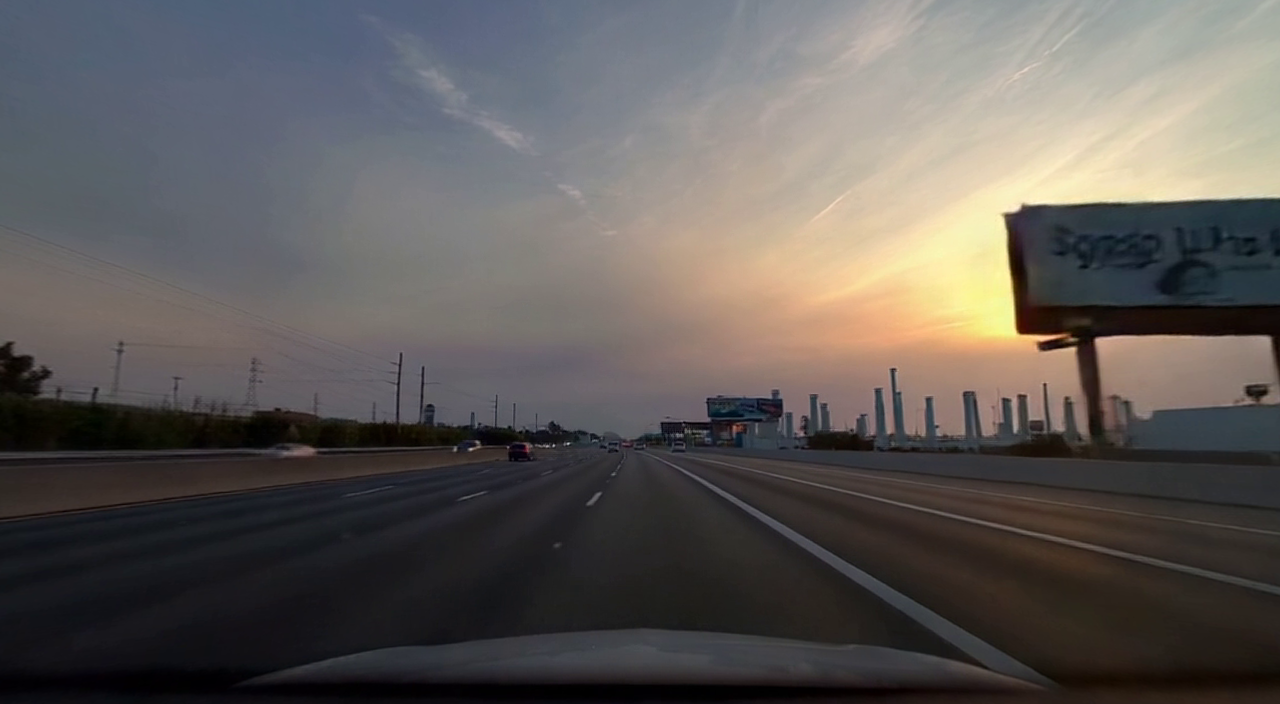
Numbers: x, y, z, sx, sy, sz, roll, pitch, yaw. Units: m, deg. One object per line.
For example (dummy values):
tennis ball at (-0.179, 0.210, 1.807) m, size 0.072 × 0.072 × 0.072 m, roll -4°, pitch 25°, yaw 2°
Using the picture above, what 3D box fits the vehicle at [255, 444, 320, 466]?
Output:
vehicle at (-25.572, 7.471, 45.763) m, size 1.935 × 1.519 × 4.731 m, roll 0°, pitch -8°, yaw 0°
